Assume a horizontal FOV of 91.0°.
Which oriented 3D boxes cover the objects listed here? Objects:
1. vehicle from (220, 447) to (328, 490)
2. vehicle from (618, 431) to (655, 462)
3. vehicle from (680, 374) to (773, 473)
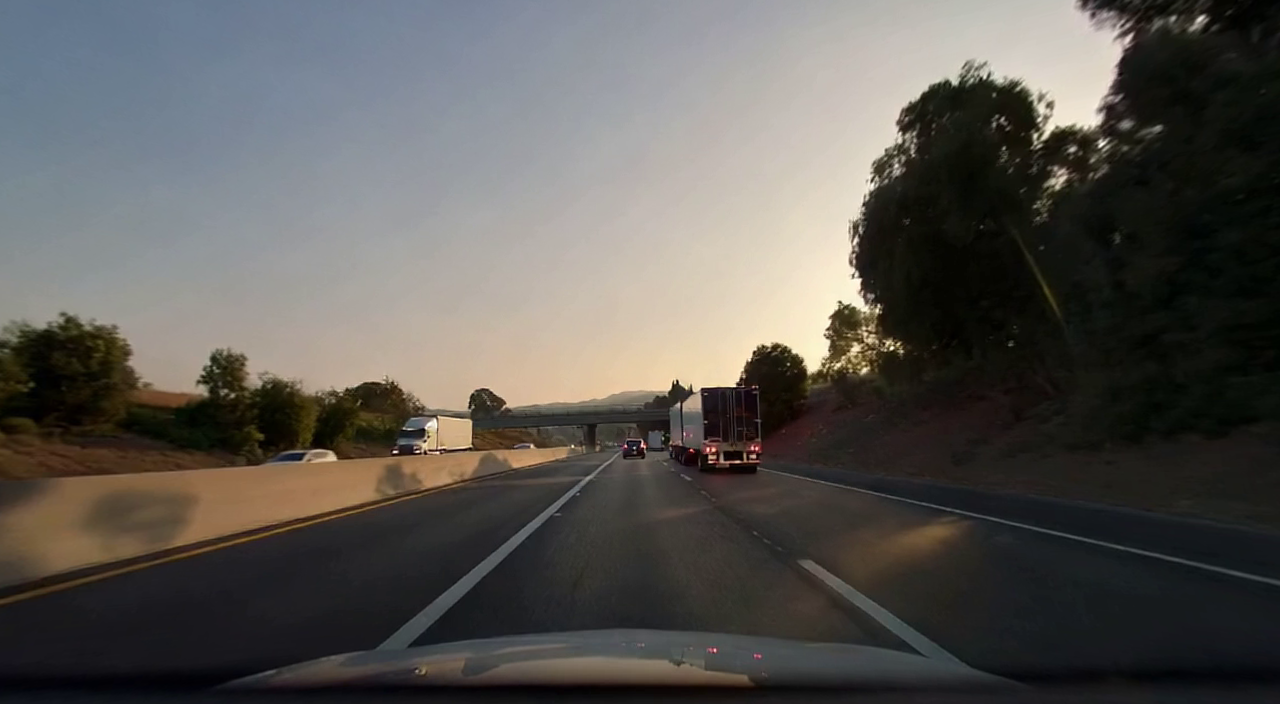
[{"bbox_3d":[-14.816,4.711,25.756,2.059,1.535,3.963,0,-8,-1],"label":"vehicle"},{"bbox_3d":[-0.311,6.641,44.299,2.456,2.007,4.728,0,-8,-2],"label":"vehicle"},{"bbox_3d":[3.733,3.451,29.527,2.967,3.961,8.660,0,-8,-1],"label":"vehicle"}]
